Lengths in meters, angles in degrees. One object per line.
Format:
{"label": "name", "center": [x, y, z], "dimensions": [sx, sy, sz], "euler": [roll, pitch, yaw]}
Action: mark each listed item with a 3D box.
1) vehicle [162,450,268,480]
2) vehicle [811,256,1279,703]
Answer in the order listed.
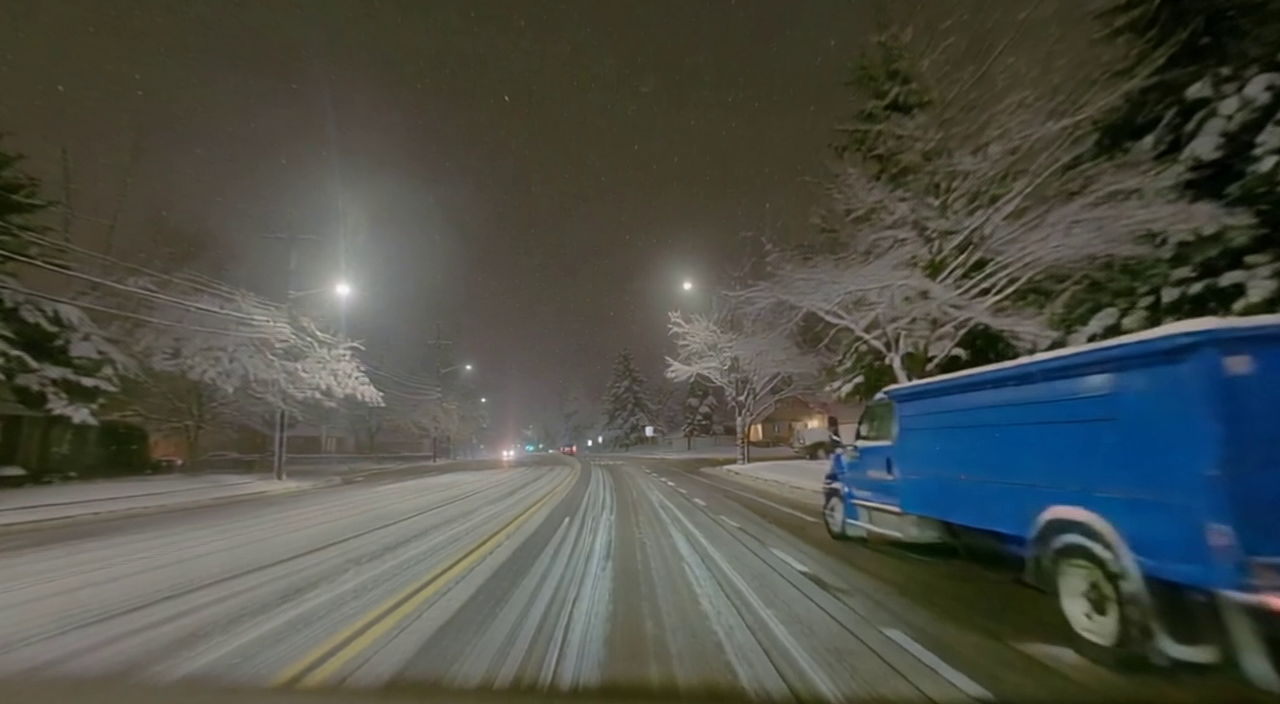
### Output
{"label": "vehicle", "center": [-27.117, 7.212, 40.493], "dimensions": [5.067, 1.792, 2.217], "euler": [2, -8, -11]}
{"label": "vehicle", "center": [4.400, 1.288, 6.744], "dimensions": [2.794, 2.437, 7.684], "euler": [0, -8, -2]}
